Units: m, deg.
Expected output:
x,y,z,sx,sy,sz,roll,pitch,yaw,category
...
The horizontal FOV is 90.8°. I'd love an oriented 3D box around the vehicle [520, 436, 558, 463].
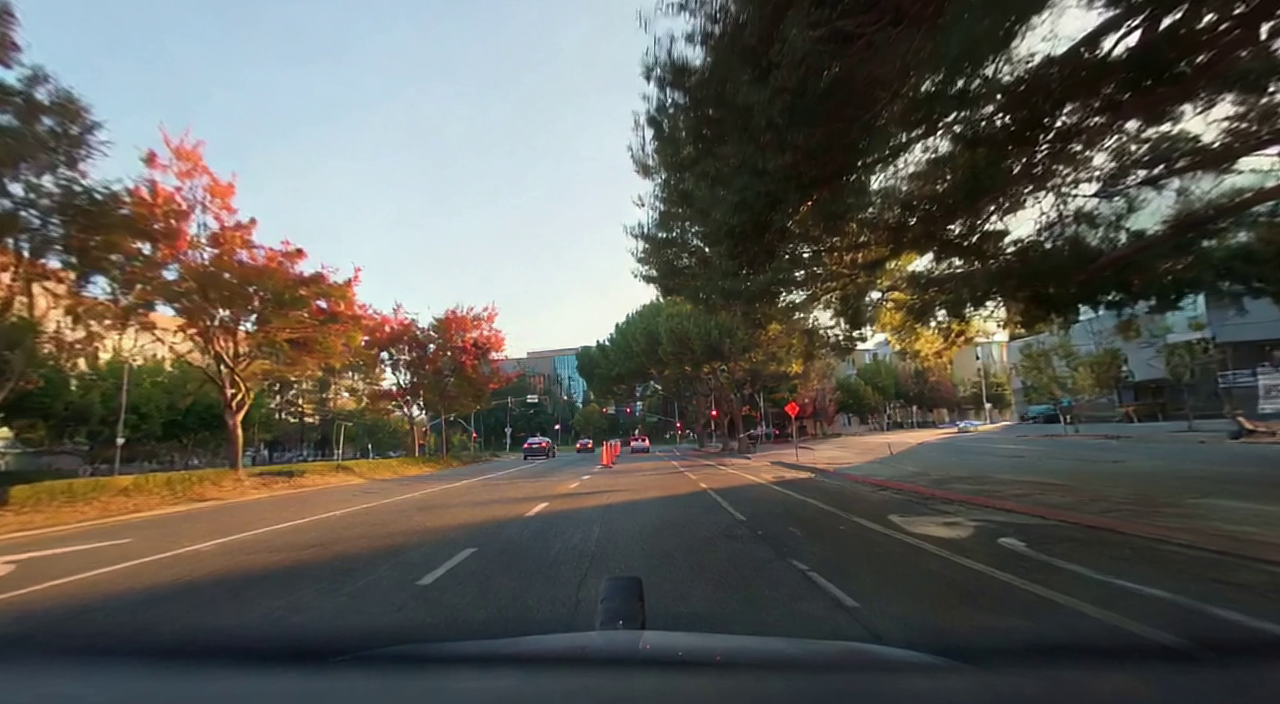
x,y,z,sx,sy,sz,roll,pitch,yaw,category
-6.423,6.252,40.594,1.869,1.570,4.064,0,-8,-2,vehicle
